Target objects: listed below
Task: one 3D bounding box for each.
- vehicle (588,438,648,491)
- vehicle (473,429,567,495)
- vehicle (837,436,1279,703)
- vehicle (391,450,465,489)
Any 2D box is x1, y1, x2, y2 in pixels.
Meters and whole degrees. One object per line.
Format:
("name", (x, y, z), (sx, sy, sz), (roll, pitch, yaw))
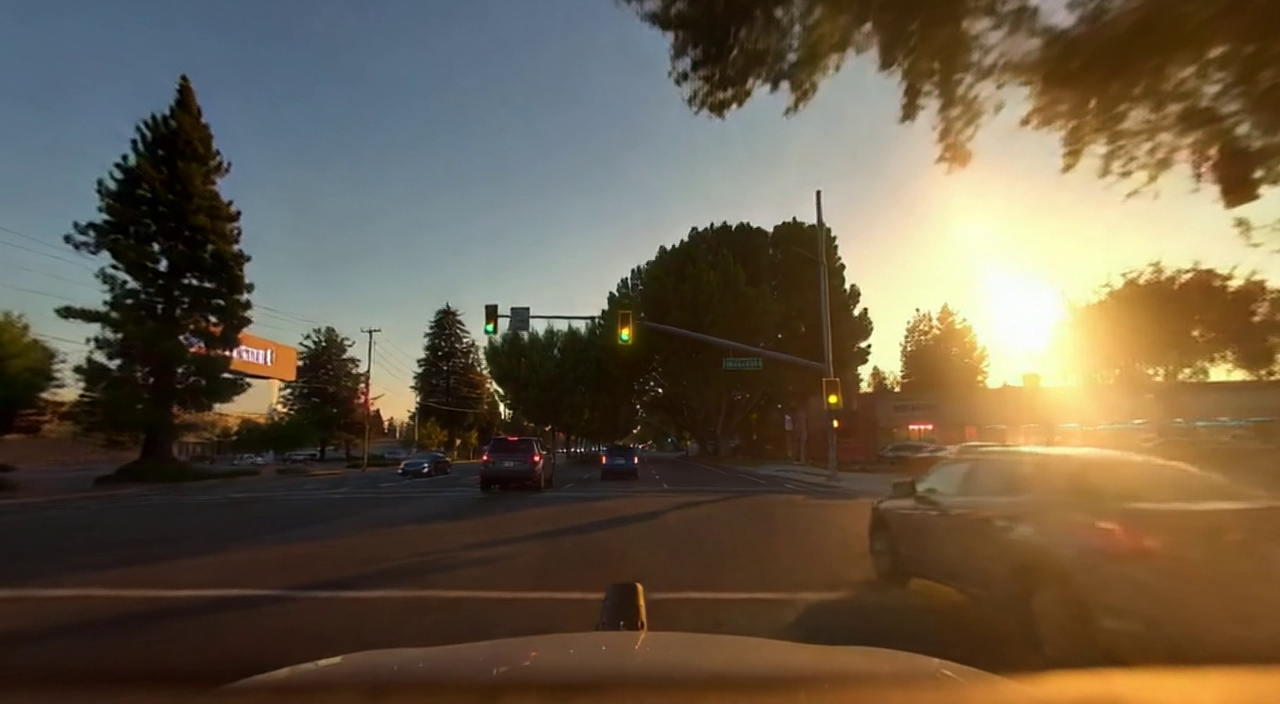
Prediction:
("vehicle", (-0.775, 4.189, 23.872), (2.061, 1.809, 4.141), (0, -9, -1))
("vehicle", (-4.024, 3.826, 22.330), (2.252, 1.999, 5.605), (0, -9, 0))
("vehicle", (3.635, 1.538, 5.717), (2.207, 1.447, 4.418), (0, -9, -1))
("vehicle", (-9.302, 5.142, 28.095), (1.867, 1.427, 4.371), (-3, -8, -1))
